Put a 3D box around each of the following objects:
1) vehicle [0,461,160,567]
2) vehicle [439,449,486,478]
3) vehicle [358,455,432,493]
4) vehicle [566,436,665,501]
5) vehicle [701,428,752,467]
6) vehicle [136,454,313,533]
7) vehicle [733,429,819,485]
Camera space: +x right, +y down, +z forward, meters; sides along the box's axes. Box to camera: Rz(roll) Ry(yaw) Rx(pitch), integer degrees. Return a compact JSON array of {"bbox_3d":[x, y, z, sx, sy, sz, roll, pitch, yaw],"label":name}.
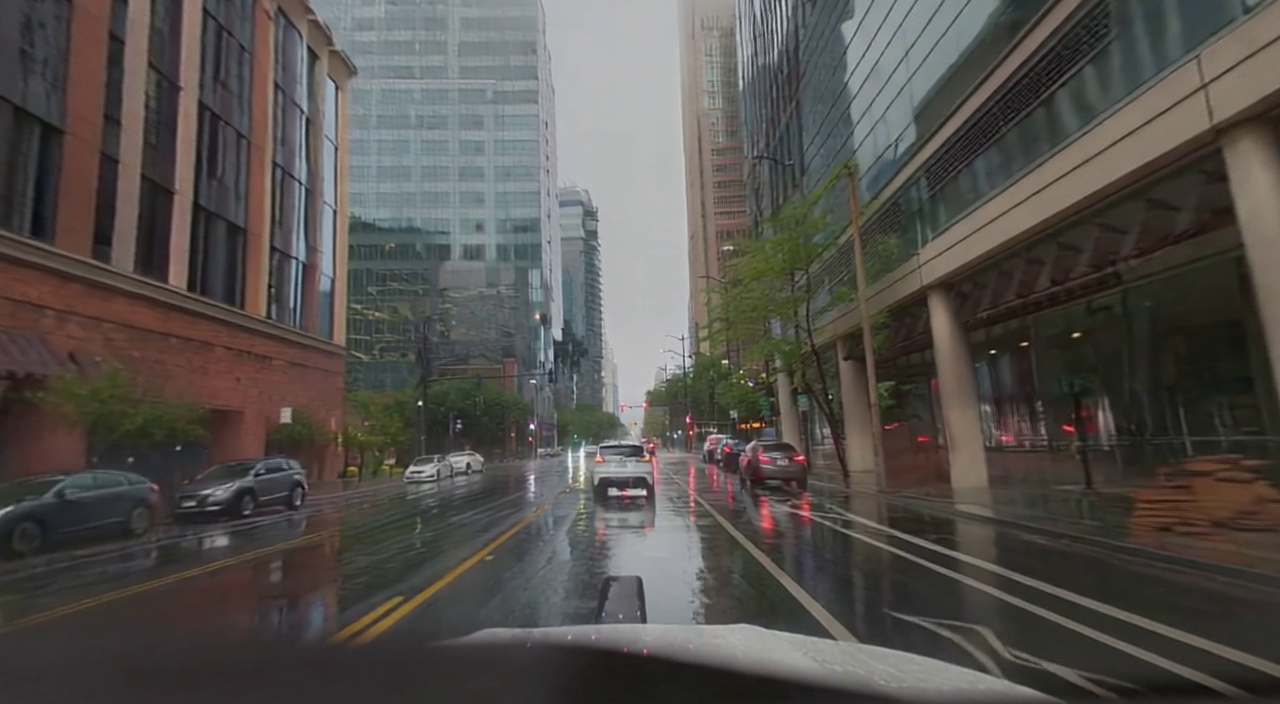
[{"bbox_3d":[-12.081,3.179,12.341,1.945,1.712,4.648,-7,-8,-2],"label":"vehicle"},{"bbox_3d":[-12.165,7.606,43.536,1.939,1.668,4.554,-6,-8,-1],"label":"vehicle"},{"bbox_3d":[-12.141,6.036,31.577,1.968,1.469,4.523,-3,-8,-1],"label":"vehicle"},{"bbox_3d":[-0.591,2.979,16.575,2.269,1.479,3.980,0,-8,-1],"label":"vehicle"},{"bbox_3d":[4.618,5.200,34.515,1.972,1.822,4.889,-3,-8,-1],"label":"vehicle"},{"bbox_3d":[-11.884,4.014,18.623,2.090,1.784,4.832,-4,-8,-2],"label":"vehicle"},{"bbox_3d":[4.524,3.569,21.793,1.924,1.645,4.528,-1,-8,0],"label":"vehicle"}]
